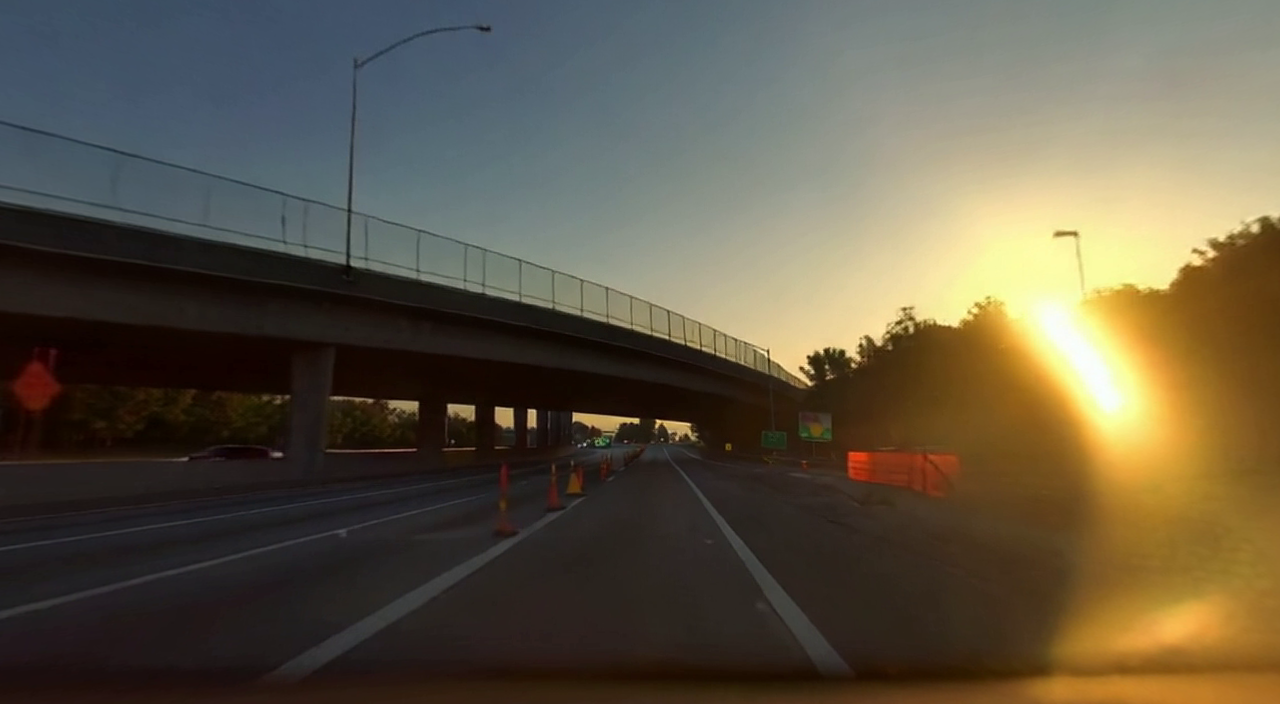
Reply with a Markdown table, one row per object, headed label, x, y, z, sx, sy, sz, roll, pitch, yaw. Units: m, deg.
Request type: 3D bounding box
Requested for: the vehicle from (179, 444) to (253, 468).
| label | x | y | z | sx | sy | sz | roll | pitch | yaw |
| --- | --- | --- | --- | --- | --- | --- | --- | --- | --- |
| vehicle | -29.473 | 7.226 | 43.938 | 1.881 | 1.526 | 4.429 | 0 | -8 | 3 |
